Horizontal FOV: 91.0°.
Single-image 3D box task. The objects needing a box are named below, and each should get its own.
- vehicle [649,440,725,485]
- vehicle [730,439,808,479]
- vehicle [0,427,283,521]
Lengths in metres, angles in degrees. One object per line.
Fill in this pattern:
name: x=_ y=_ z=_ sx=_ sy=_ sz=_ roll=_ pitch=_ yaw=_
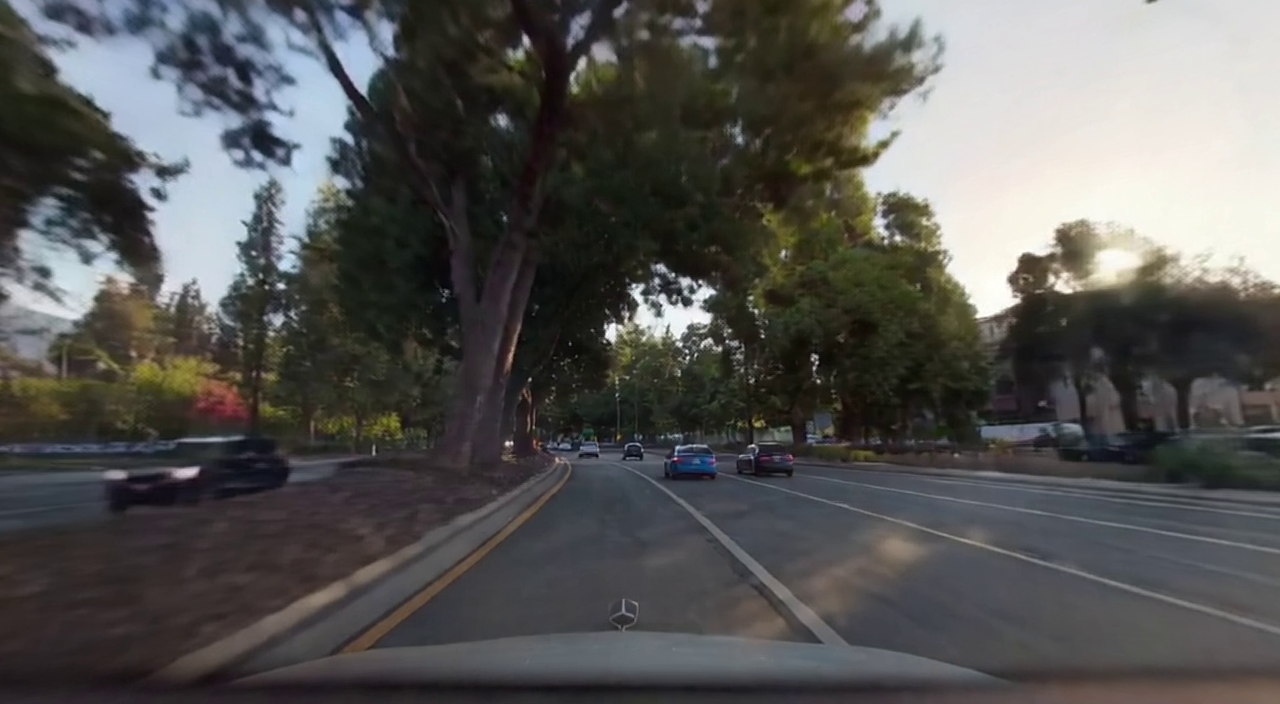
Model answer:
vehicle: x=1.597 y=3.952 z=22.884 sx=2.077 sy=1.464 sz=4.134 roll=1 pitch=-8 yaw=-5
vehicle: x=5.130 y=4.299 z=25.660 sx=1.901 sy=1.474 sz=4.363 roll=1 pitch=-8 yaw=-5
vehicle: x=-9.472 y=2.287 z=12.431 sx=2.149 sy=1.477 sz=4.783 roll=0 pitch=-8 yaw=-2
